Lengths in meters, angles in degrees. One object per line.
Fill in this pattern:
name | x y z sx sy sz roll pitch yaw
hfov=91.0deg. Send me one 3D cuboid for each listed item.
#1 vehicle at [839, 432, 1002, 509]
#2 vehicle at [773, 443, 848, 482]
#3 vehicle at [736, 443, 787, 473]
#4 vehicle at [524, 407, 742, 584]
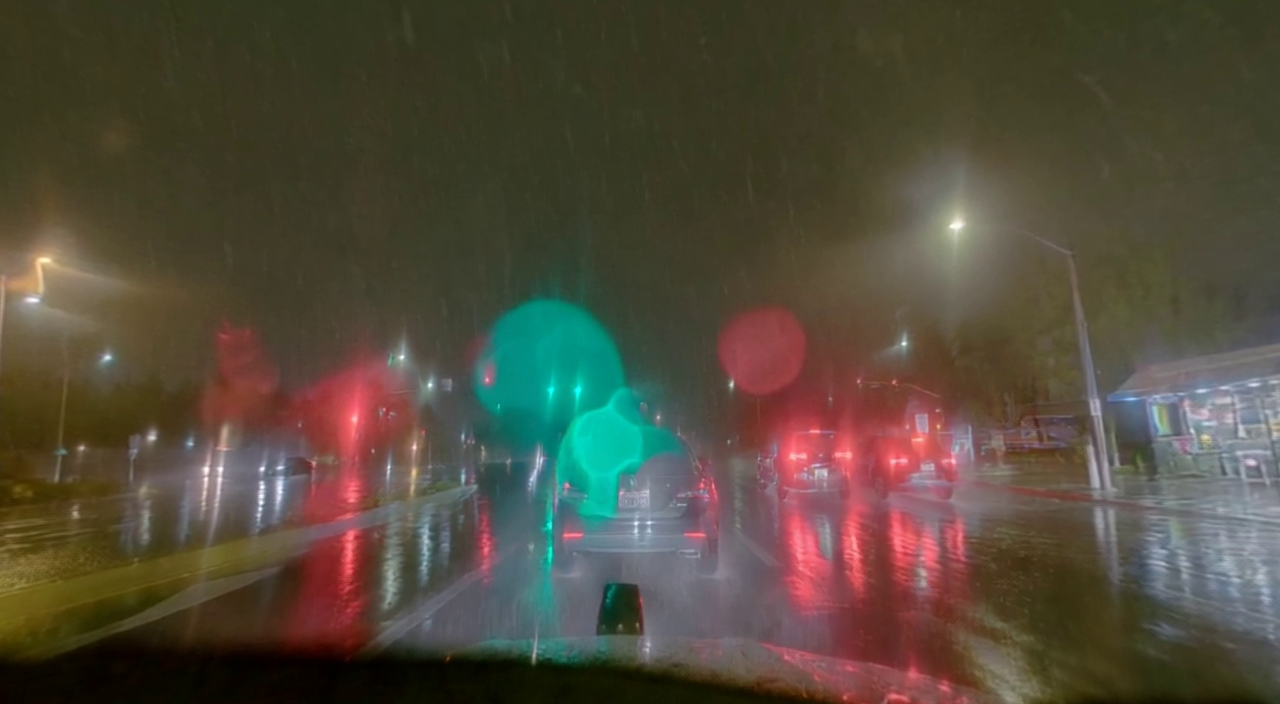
vehicle | 6.796 2.904 15.928 2.072 1.652 4.611 0 -8 1
vehicle | 6.874 4.467 25.814 1.833 1.452 4.237 0 -9 0
vehicle | 6.364 5.575 33.413 1.961 1.477 4.454 0 -8 2
vehicle | -0.052 1.689 8.131 2.115 1.700 3.901 0 -8 1
